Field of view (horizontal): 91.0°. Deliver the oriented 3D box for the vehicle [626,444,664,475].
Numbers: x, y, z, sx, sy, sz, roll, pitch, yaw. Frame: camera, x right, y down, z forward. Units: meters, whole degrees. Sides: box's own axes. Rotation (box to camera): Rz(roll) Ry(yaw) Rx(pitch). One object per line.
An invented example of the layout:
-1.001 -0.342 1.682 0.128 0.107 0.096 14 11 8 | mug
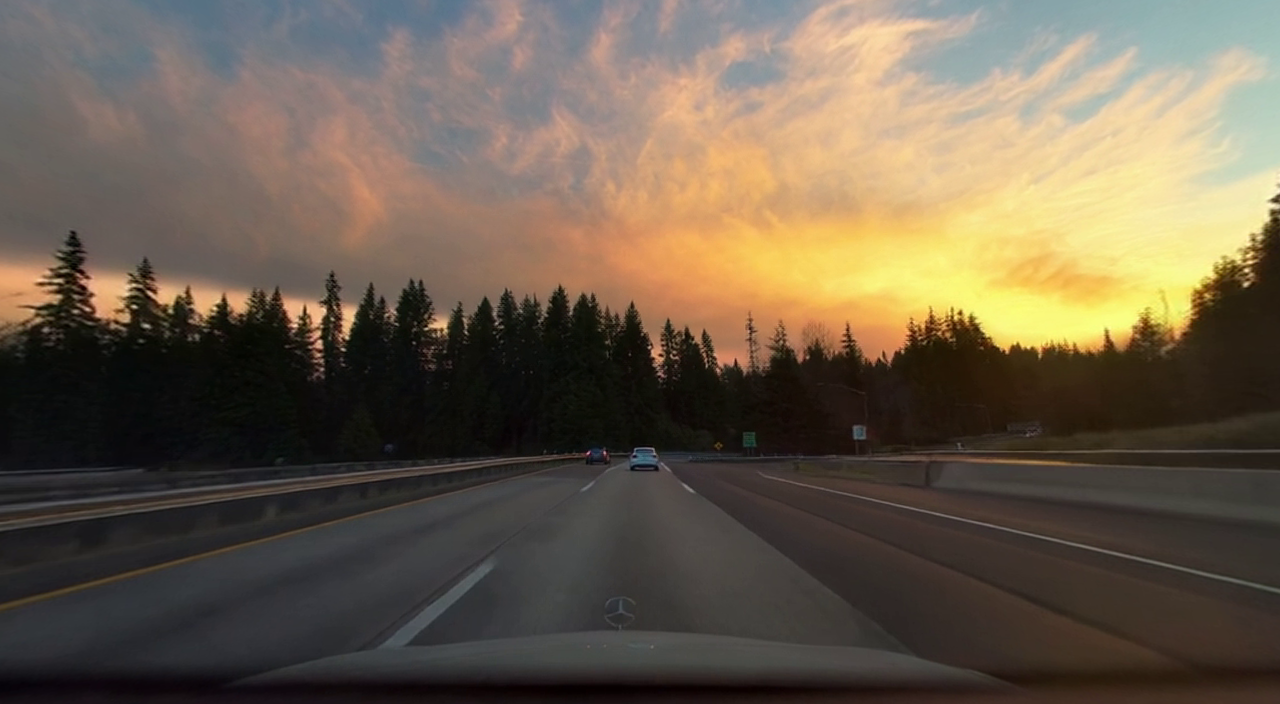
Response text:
0.280 6.363 37.418 2.130 1.684 3.826 0 -9 0 | vehicle
